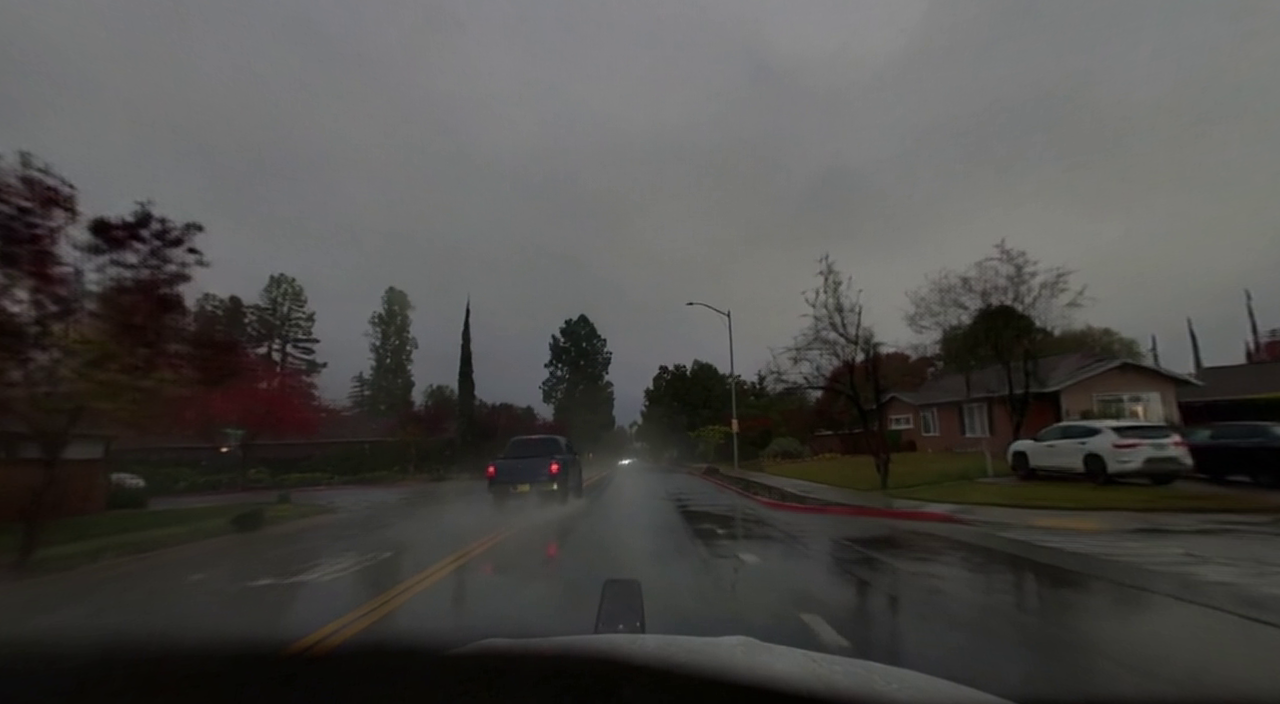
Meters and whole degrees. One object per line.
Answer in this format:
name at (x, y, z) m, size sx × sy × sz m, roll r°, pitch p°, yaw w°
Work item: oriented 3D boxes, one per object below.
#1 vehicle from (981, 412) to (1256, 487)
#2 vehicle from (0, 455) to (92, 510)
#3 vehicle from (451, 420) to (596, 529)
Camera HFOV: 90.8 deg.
vehicle at (9.449, 2.008, 13.136) m, size 1.922 × 1.263 × 4.664 m, roll 1°, pitch -9°, yaw -3°
vehicle at (-22.267, 4.538, 22.116) m, size 4.177 × 1.792 × 2.166 m, roll 5°, pitch -10°, yaw -31°
vehicle at (-2.359, 2.657, 14.272) m, size 2.210 × 2.023 × 4.663 m, roll 0°, pitch -9°, yaw 2°
